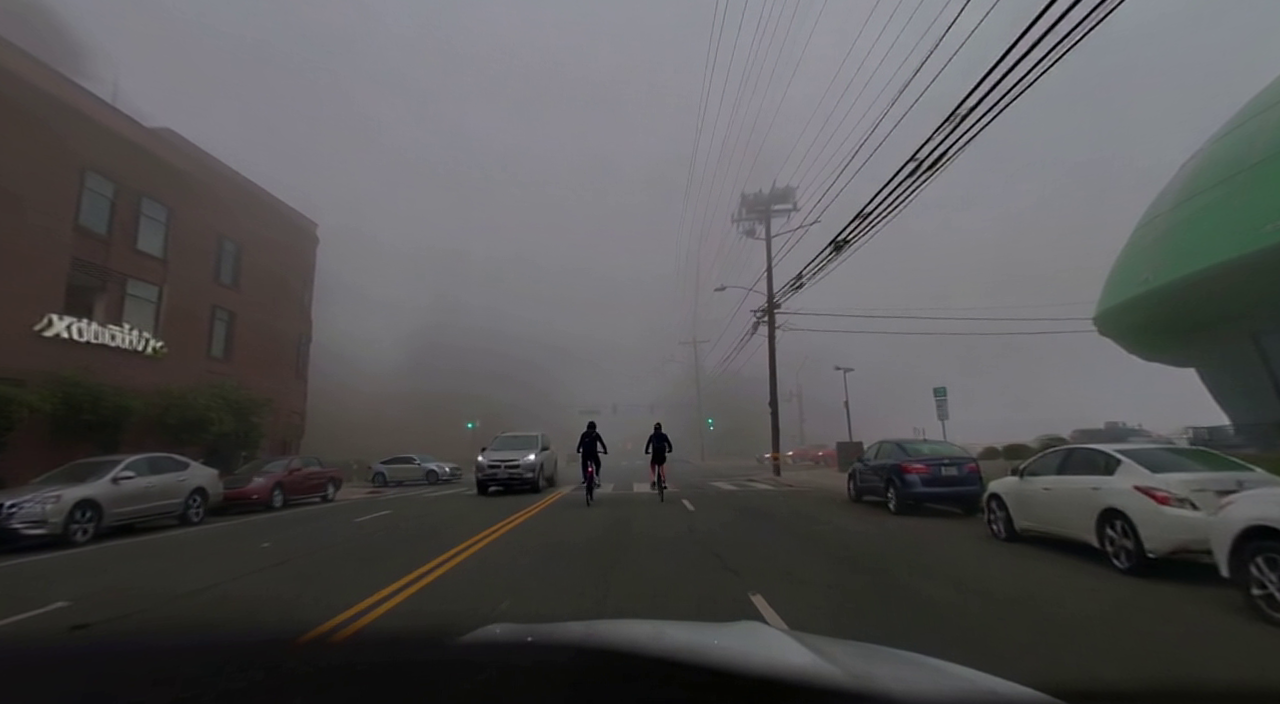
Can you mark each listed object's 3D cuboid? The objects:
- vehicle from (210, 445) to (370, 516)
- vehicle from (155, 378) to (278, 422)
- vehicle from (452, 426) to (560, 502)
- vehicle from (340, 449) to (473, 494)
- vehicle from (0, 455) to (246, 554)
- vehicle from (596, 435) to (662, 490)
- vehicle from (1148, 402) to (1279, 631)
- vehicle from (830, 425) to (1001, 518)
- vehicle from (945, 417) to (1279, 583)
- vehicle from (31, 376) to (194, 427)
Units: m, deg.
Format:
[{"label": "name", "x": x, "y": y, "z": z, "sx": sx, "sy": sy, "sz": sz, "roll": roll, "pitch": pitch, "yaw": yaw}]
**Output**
[{"label": "vehicle", "x": -10.274, "y": 3.755, "z": 19.142, "sx": 2.075, "sy": 1.816, "sz": 4.900, "roll": 0, "pitch": -8, "yaw": -1}, {"label": "vehicle", "x": -17.139, "y": 1.986, "z": 25.722, "sx": 3.685, "sy": 1.584, "sz": 1.708, "roll": 1, "pitch": -9, "yaw": -3}, {"label": "vehicle", "x": -3.834, "y": 3.317, "z": 19.130, "sx": 2.184, "sy": 1.954, "sz": 4.898, "roll": 0, "pitch": -8, "yaw": 0}, {"label": "vehicle", "x": -10.265, "y": 5.277, "z": 28.113, "sx": 4.961, "sy": 1.832, "sz": 2.287, "roll": 0, "pitch": -8, "yaw": -1}, {"label": "vehicle", "x": -10.274, "y": 2.856, "z": 12.581, "sx": 1.904, "sy": 1.495, "sz": 4.585, "roll": 0, "pitch": -8, "yaw": 0}, {"label": "vehicle", "x": -0.385, "y": 3.950, "z": 22.901, "sx": 2.190, "sy": 1.783, "sz": 4.048, "roll": 0, "pitch": -8, "yaw": -1}, {"label": "vehicle", "x": 5.538, "y": 1.012, "z": 3.393, "sx": 1.972, "sy": 1.623, "sz": 4.469, "roll": 0, "pitch": -8, "yaw": 2}, {"label": "vehicle", "x": 5.790, "y": 2.543, "z": 13.902, "sx": 1.873, "sy": 1.714, "sz": 3.979, "roll": 0, "pitch": -8, "yaw": -1}, {"label": "vehicle", "x": 5.862, "y": 1.713, "z": 8.099, "sx": 1.900, "sy": 1.566, "sz": 3.995, "roll": 0, "pitch": -8, "yaw": 0}, {"label": "vehicle", "x": -17.290, "y": 1.661, "z": 20.850, "sx": 3.750, "sy": 1.495, "sz": 1.727, "roll": -1, "pitch": -8, "yaw": -2}]
